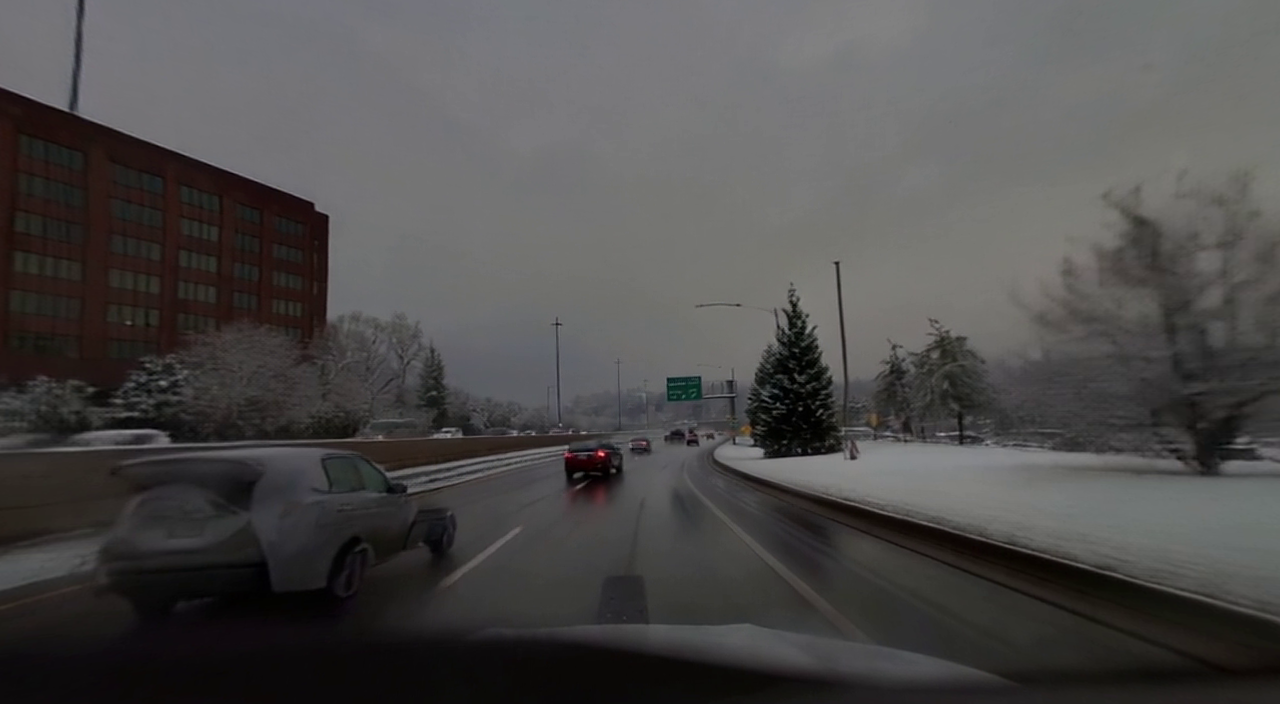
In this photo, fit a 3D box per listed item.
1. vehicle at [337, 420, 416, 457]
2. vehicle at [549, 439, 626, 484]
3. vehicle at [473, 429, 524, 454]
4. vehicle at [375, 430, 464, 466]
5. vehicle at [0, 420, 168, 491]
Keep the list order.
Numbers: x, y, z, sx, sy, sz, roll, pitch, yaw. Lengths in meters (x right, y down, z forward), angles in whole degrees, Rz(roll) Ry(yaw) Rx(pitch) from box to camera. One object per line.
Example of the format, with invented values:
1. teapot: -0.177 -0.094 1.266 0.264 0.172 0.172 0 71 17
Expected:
1. vehicle: -13.737 4.600 33.235 2.040 1.803 4.496 -1 -8 3
2. vehicle: -1.825 4.014 23.422 2.035 1.460 4.497 -1 -9 6
3. vehicle: -9.280 5.931 41.854 1.943 1.536 4.656 -1 -8 5
4. vehicle: -9.827 4.336 28.570 2.097 1.484 4.621 -1 -8 4
5. vehicle: -14.370 2.517 15.577 1.862 1.493 4.393 -1 -8 2
